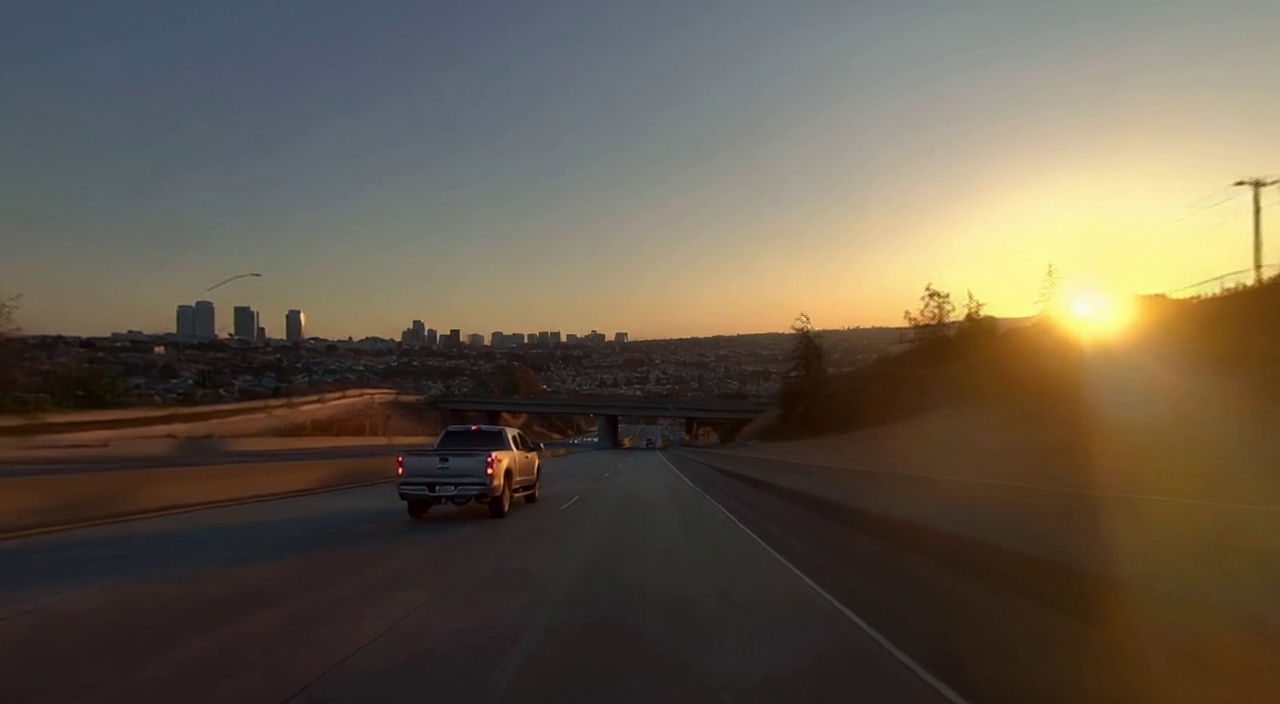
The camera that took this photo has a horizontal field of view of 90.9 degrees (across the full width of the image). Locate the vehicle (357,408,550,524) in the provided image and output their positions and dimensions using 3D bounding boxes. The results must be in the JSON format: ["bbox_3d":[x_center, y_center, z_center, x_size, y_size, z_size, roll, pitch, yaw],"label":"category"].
[{"bbox_3d":[-3.567,2.349,13.539,2.350,1.932,5.562,0,-8,1],"label":"vehicle"}]
